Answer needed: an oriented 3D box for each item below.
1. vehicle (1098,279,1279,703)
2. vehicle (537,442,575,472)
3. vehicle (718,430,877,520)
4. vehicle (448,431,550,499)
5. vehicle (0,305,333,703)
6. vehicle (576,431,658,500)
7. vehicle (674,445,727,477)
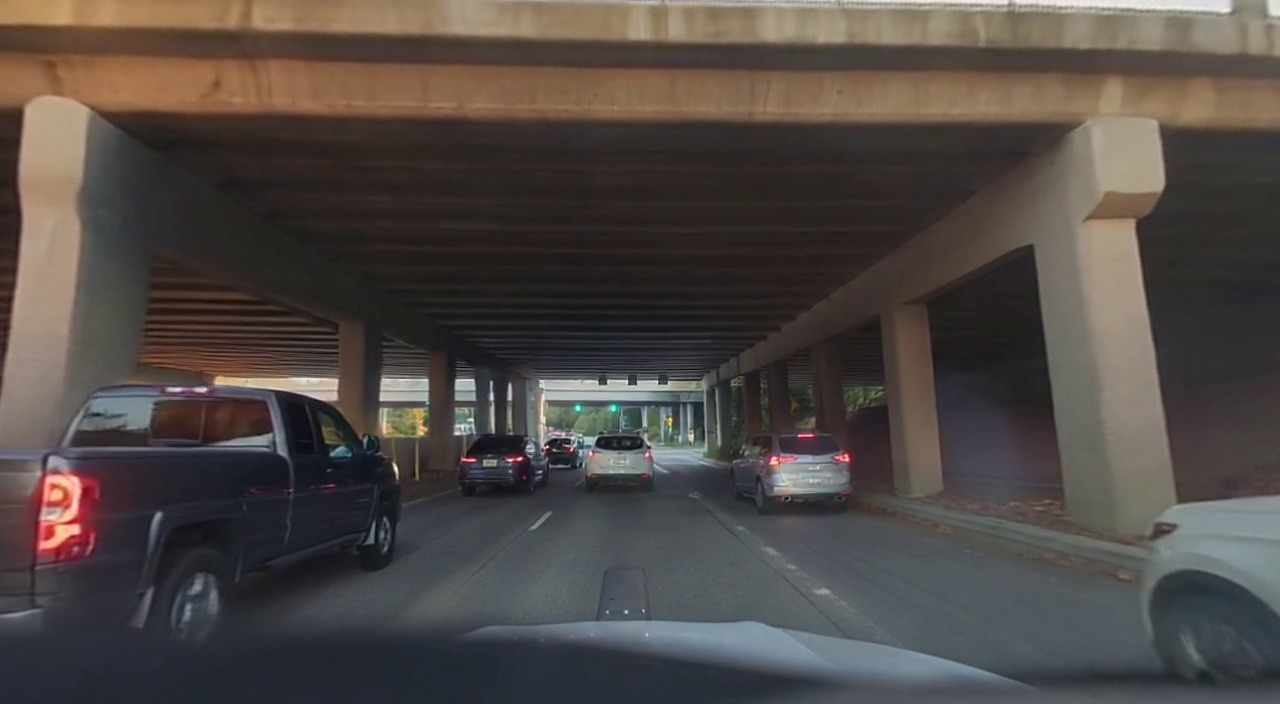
[{"bbox_3d":[3.717,0.483,0.966,2.401,1.968,4.841,0,-8,1],"label":"vehicle"},{"bbox_3d":[-4.722,5.953,35.951,1.829,1.614,3.611,0,-8,-3],"label":"vehicle"},{"bbox_3d":[3.360,2.762,14.867,2.234,1.720,5.378,0,-8,-2],"label":"vehicle"},{"bbox_3d":[-3.908,3.205,18.253,2.127,1.720,4.064,0,-8,-2],"label":"vehicle"},{"bbox_3d":[-3.550,0.779,2.797,2.074,1.814,4.596,0,-8,-1],"label":"vehicle"},{"bbox_3d":[-0.648,3.188,18.067,2.097,1.748,3.794,0,-8,-2],"label":"vehicle"},{"bbox_3d":[2.983,5.445,31.778,2.026,1.457,3.969,1,-8,-4],"label":"vehicle"}]
